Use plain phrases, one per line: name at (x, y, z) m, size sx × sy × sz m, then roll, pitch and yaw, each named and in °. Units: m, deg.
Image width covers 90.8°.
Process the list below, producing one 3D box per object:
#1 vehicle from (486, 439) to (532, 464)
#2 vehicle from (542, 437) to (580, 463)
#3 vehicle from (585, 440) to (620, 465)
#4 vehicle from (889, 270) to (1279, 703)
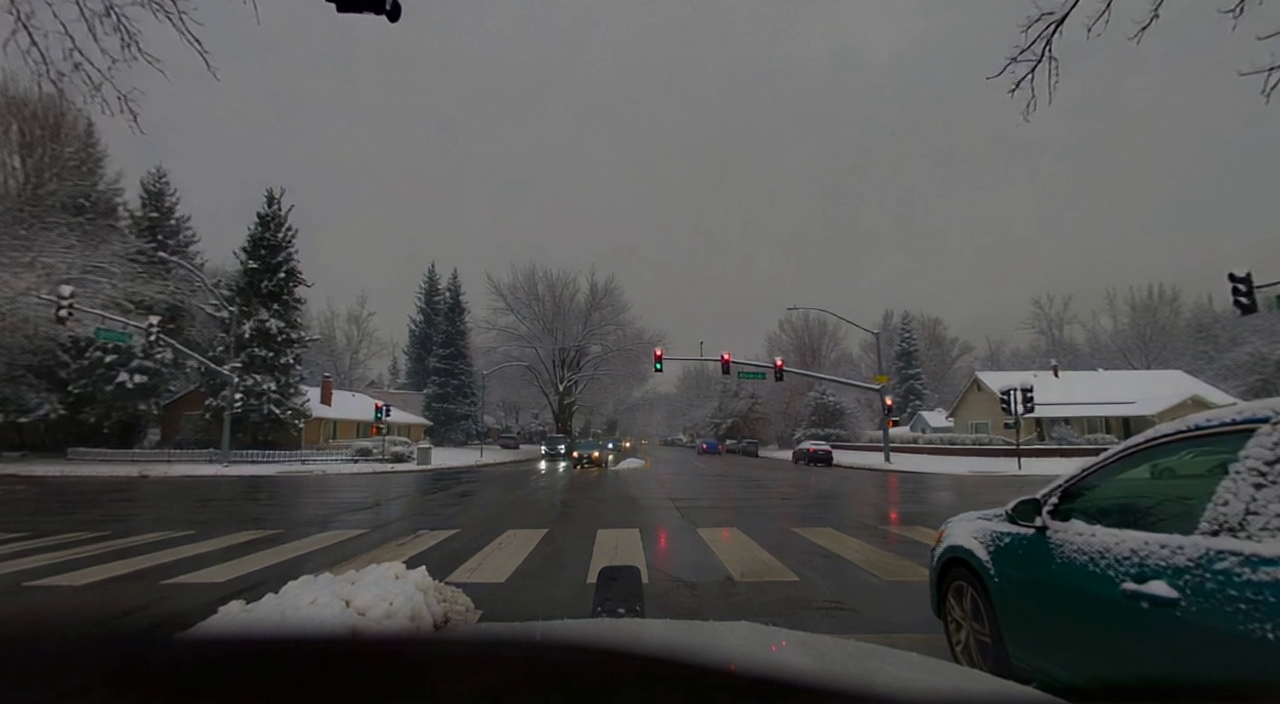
vehicle at (-8.945, 6.854, 43.626) m, size 2.028 × 1.654 × 5.027 m, roll 0°, pitch -9°, yaw 1°
vehicle at (-5.522, 6.902, 44.418) m, size 2.091 × 1.707 × 4.157 m, roll 0°, pitch -9°, yaw 0°
vehicle at (-2.384, 6.595, 41.580) m, size 2.046 × 1.491 × 4.118 m, roll 0°, pitch -9°, yaw 0°
vehicle at (2.711, 0.708, 1.721) m, size 2.085 × 1.800 × 4.908 m, roll 0°, pitch -9°, yaw 1°
